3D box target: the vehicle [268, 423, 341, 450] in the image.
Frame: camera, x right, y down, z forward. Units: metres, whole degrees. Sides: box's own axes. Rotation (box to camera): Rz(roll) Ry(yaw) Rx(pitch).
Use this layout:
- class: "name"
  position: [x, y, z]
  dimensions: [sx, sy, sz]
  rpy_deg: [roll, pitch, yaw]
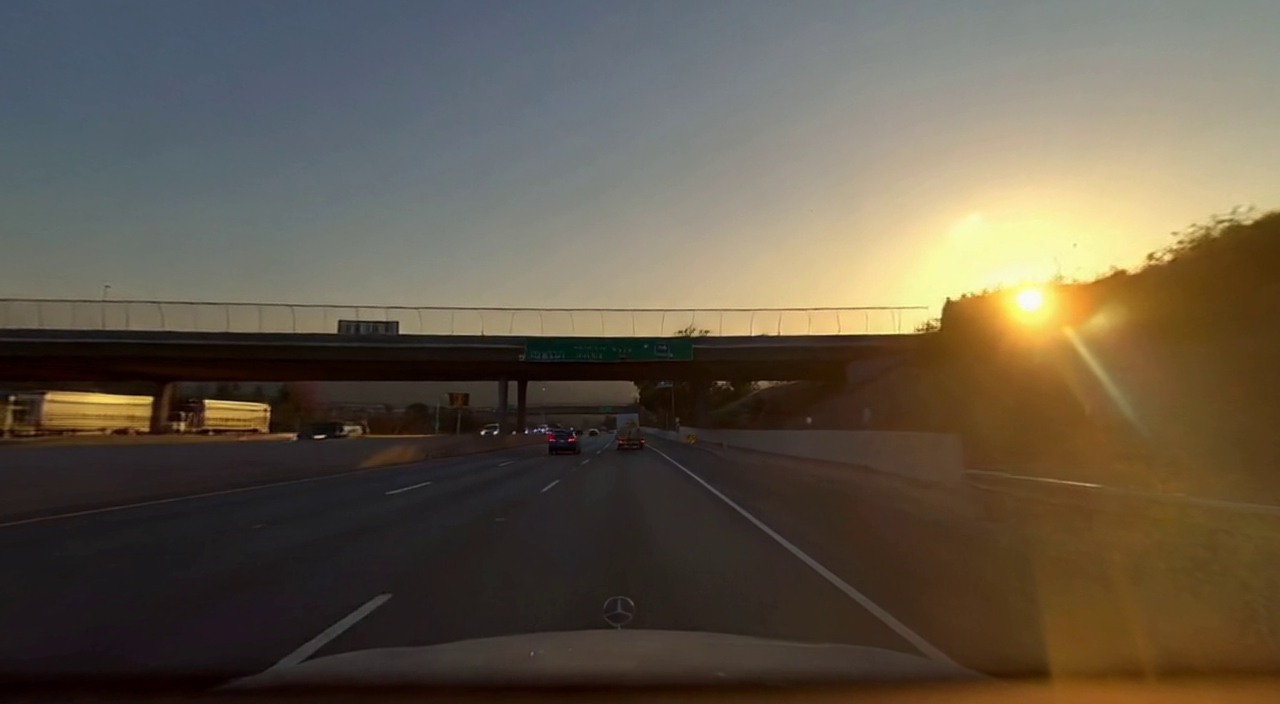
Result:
- class: "vehicle"
  position: [-19.961, 5.079, 37.649]
  dimensions: [1.860, 1.514, 4.643]
  rpy_deg: [0, -8, -1]

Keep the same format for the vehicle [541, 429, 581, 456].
- class: "vehicle"
  position: [-4.688, 5.463, 37.930]
  dimensions: [1.932, 1.544, 3.864]
  rpy_deg: [0, -8, -1]

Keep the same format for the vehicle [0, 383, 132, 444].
- class: "vehicle"
  position: [-41.700, 4.593, 45.277]
  dimensions: [2.866, 3.976, 8.572]
  rpy_deg: [0, -8, 0]

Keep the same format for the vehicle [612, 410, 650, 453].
- class: "vehicle"
  position: [-0.648, 5.478, 42.979]
  dimensions: [2.418, 2.704, 6.445]
  rpy_deg: [0, -8, -2]
